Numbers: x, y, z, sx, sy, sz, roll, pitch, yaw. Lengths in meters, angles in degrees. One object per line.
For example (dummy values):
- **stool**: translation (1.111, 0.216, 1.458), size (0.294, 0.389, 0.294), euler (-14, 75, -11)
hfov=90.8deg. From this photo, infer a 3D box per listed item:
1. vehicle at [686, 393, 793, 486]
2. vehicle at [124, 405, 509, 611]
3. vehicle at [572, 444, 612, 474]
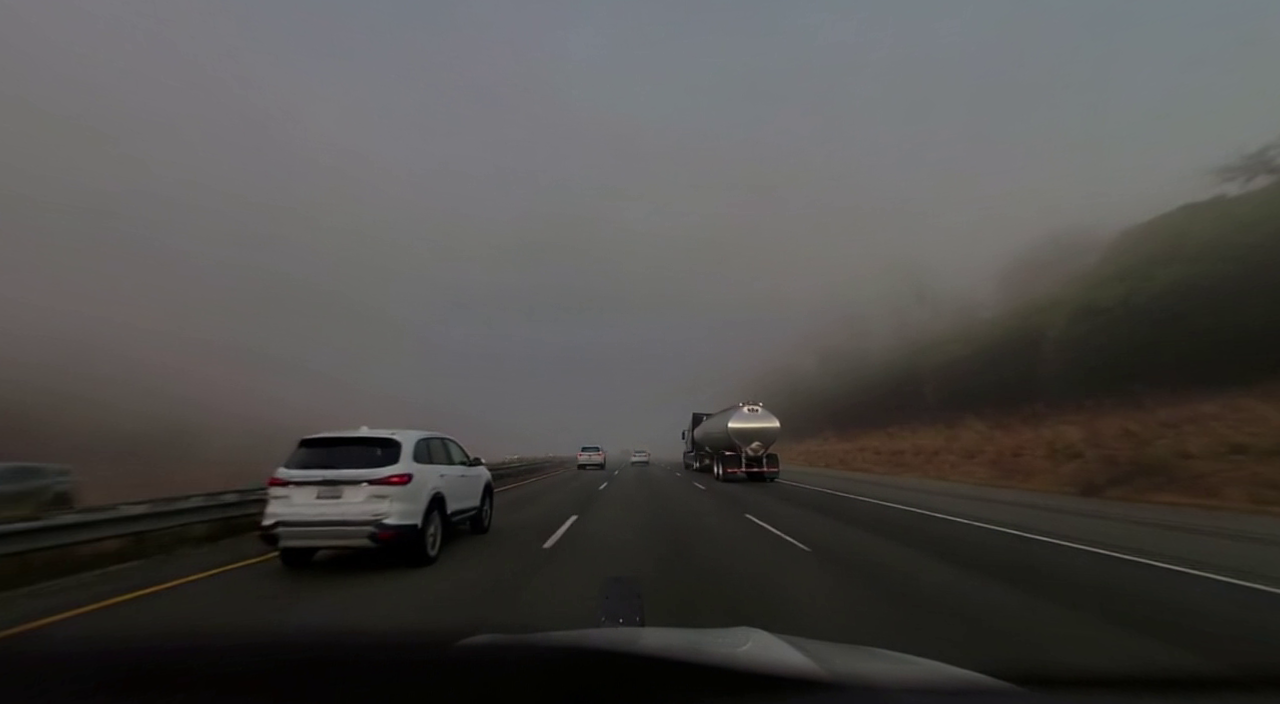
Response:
- **vehicle**: translation (4.429, 4.487, 31.810), size (2.889, 3.606, 13.832), euler (0, -9, -1)
- **vehicle**: translation (-3.210, 1.667, 7.681), size (2.249, 1.710, 4.580), euler (0, -9, 0)
- **vehicle**: translation (-3.036, 6.895, 40.976), size (2.258, 1.805, 4.665), euler (0, -9, 0)
